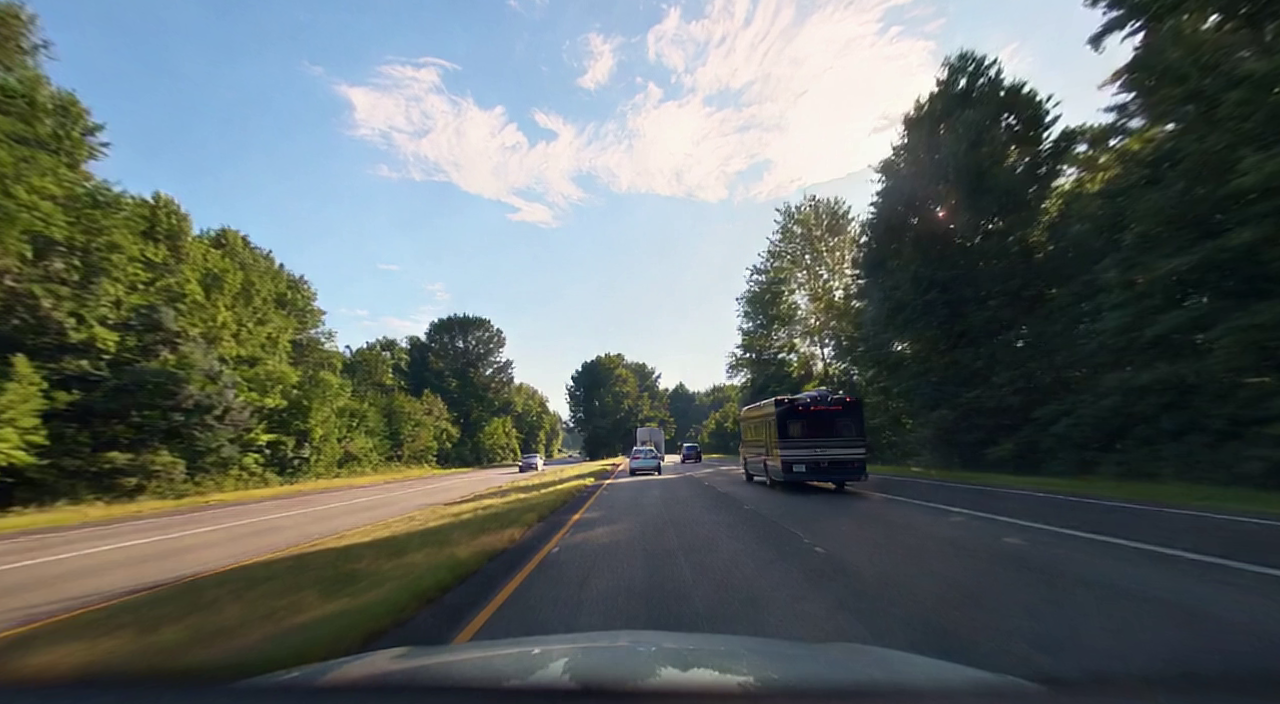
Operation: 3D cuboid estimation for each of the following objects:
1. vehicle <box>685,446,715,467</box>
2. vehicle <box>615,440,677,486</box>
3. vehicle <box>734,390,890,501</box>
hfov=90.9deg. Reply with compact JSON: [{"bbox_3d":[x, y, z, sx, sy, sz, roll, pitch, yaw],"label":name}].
[{"bbox_3d":[4.319,7.525,45.503,1.757,1.459,3.398,0,-9,-1],"label":"vehicle"},{"bbox_3d":[0.176,4.131,23.744,2.120,1.575,4.018,0,-9,-1],"label":"vehicle"},{"bbox_3d":[4.917,2.924,19.631,2.745,2.832,7.035,0,-9,-1],"label":"vehicle"}]
